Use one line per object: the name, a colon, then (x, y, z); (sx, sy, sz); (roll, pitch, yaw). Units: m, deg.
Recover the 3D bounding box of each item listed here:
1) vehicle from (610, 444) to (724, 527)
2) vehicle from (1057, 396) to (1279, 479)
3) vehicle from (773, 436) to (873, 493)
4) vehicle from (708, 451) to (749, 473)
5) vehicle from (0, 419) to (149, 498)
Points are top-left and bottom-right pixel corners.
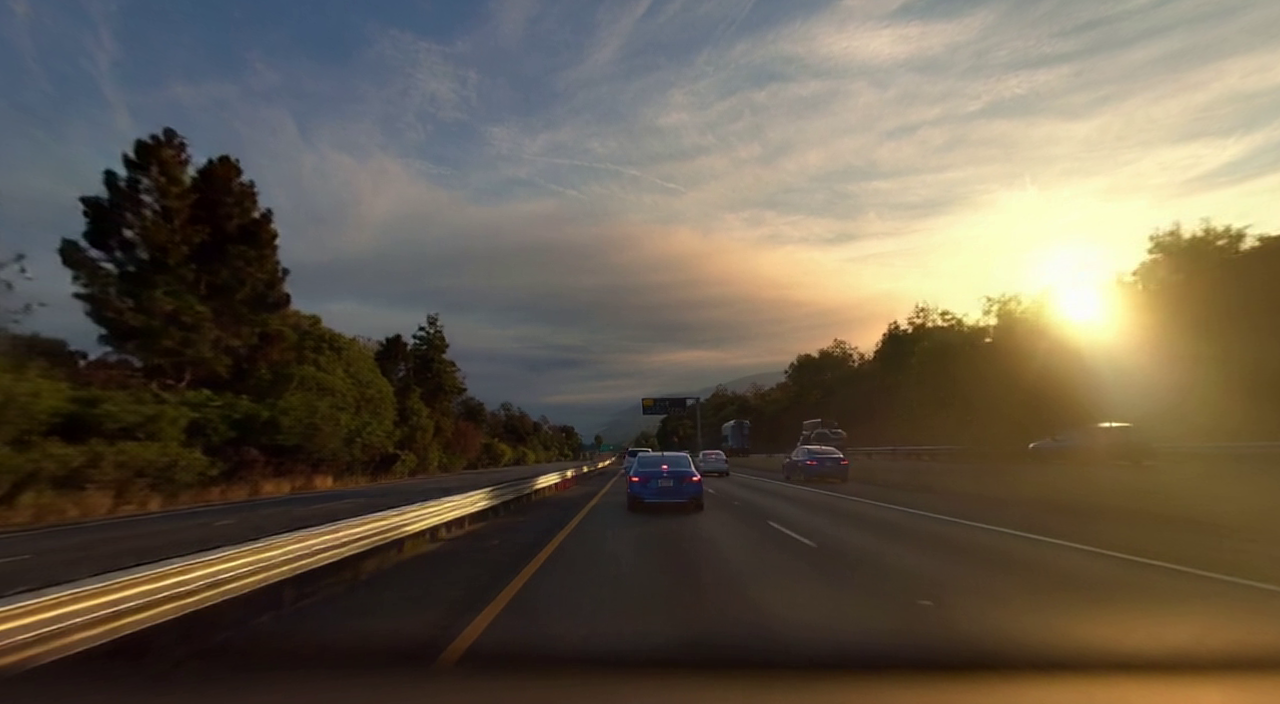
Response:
vehicle: (0.476, 2.737, 13.449); (2.076, 1.485, 3.774); (0, -9, 0)
vehicle: (31.689, 5.249, 37.472); (2.822, 3.996, 14.073); (1, -9, -7)
vehicle: (6.449, 4.028, 22.837); (2.177, 1.827, 4.565); (0, -9, -1)
vehicle: (6.017, 7.548, 43.391); (2.015, 1.454, 4.324); (0, -9, -2)
vehicle: (-33.395, 6.174, 36.871); (2.902, 3.981, 7.819); (-3, -8, 0)
